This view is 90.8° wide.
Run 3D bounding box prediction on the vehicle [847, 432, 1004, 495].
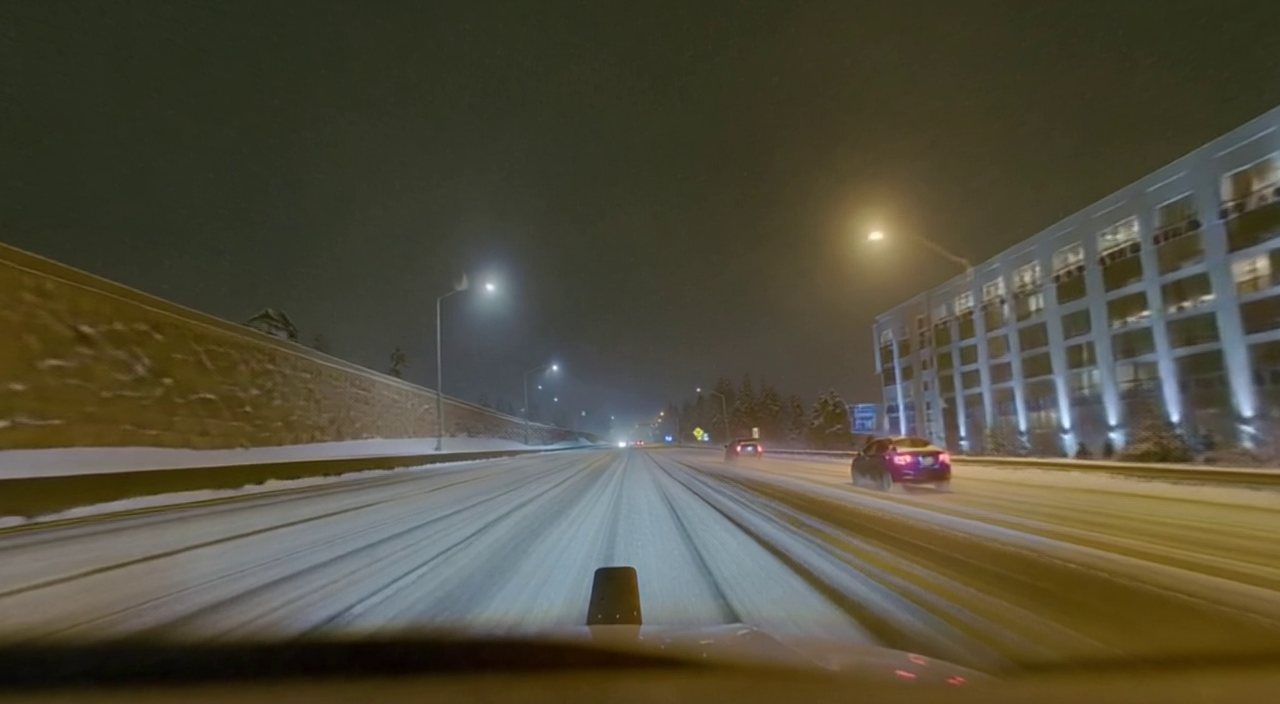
[{"bbox_3d":[8.421,3.331,19.325,2.165,1.636,5.175,0,-8,-3],"label":"vehicle"}]
